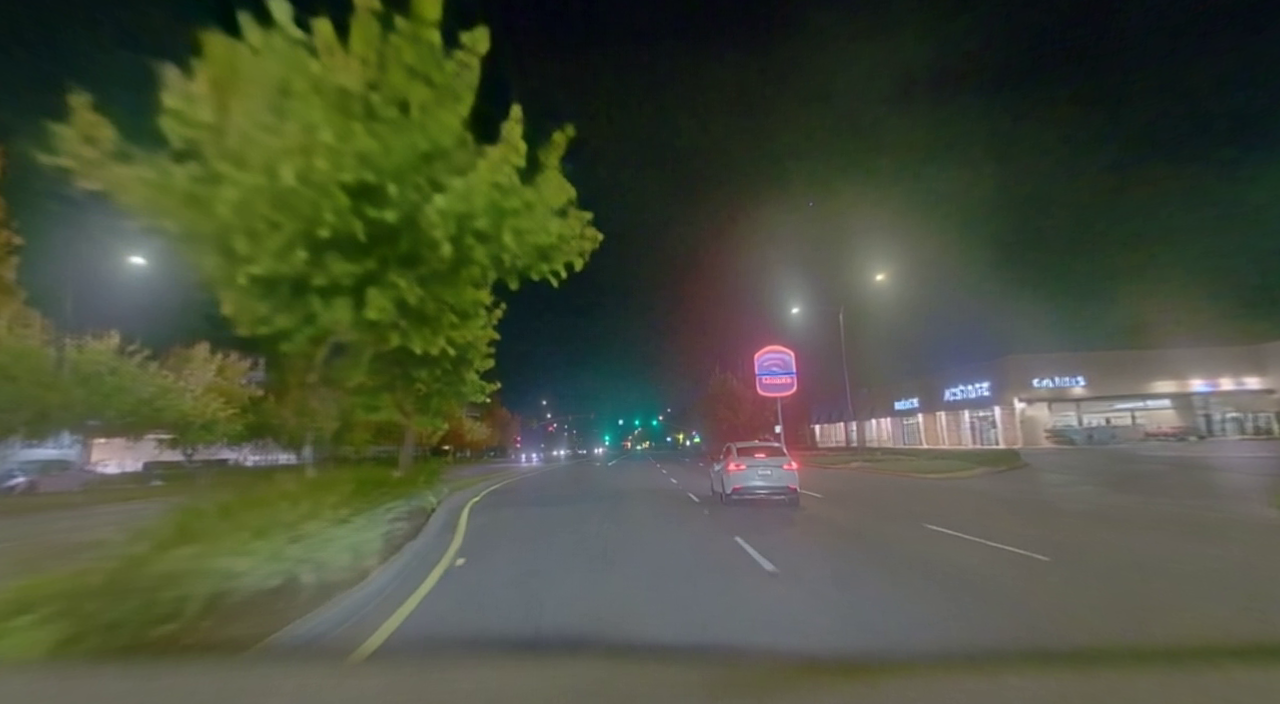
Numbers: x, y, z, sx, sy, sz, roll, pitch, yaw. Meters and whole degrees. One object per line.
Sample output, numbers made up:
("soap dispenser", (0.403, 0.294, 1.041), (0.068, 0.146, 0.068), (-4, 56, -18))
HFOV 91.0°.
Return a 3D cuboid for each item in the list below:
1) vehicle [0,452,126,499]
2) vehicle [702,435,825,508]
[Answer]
("vehicle", (-28.545, 5.785, 29.818), (6.011, 2.042, 2.375), (5, -10, -31))
("vehicle", (2.780, 2.811, 15.313), (2.015, 1.479, 4.444), (0, -9, -1))
